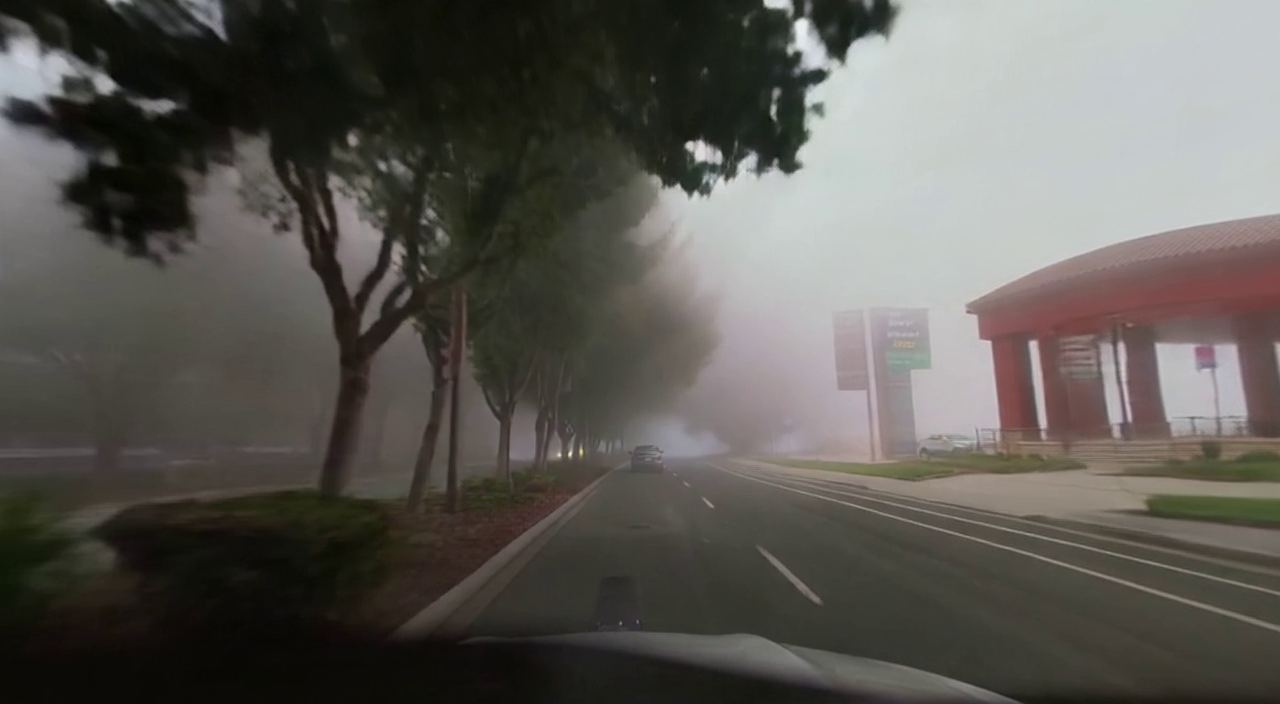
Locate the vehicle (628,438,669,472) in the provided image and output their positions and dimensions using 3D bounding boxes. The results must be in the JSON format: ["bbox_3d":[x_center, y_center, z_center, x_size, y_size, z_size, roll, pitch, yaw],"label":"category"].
[{"bbox_3d":[0.468,5.619,34.553,2.123,1.703,4.292,0,-8,1],"label":"vehicle"}]
